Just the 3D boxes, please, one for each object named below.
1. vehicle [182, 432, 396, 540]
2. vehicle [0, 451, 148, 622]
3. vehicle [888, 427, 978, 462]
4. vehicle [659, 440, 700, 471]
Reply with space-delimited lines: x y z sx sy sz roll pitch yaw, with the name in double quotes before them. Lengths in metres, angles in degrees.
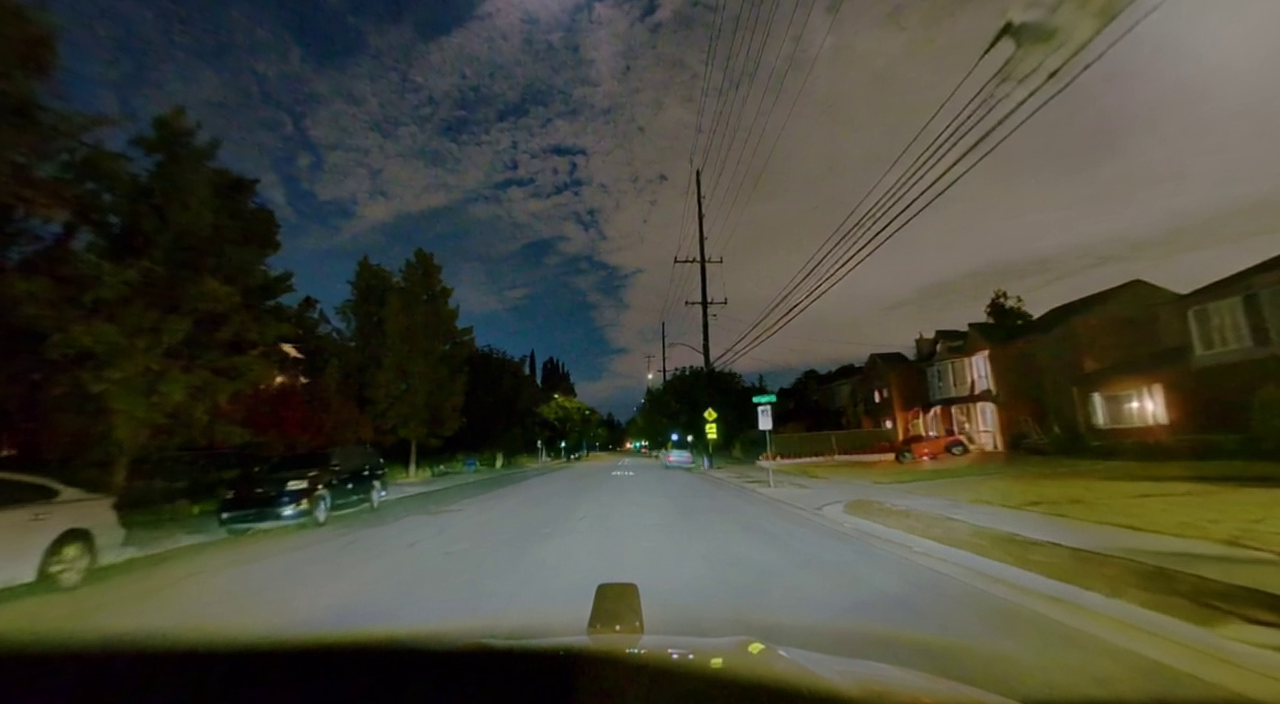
"vehicle" -7.218 2.786 13.694 2.135 1.787 4.452 -4 -9 0
"vehicle" -7.051 1.736 5.729 2.041 1.587 3.920 -2 -9 -1
"vehicle" 13.840 4.392 29.896 3.645 1.532 1.806 -5 -10 29
"vehicle" 2.284 6.181 37.834 1.971 1.710 4.210 0 -9 -3
